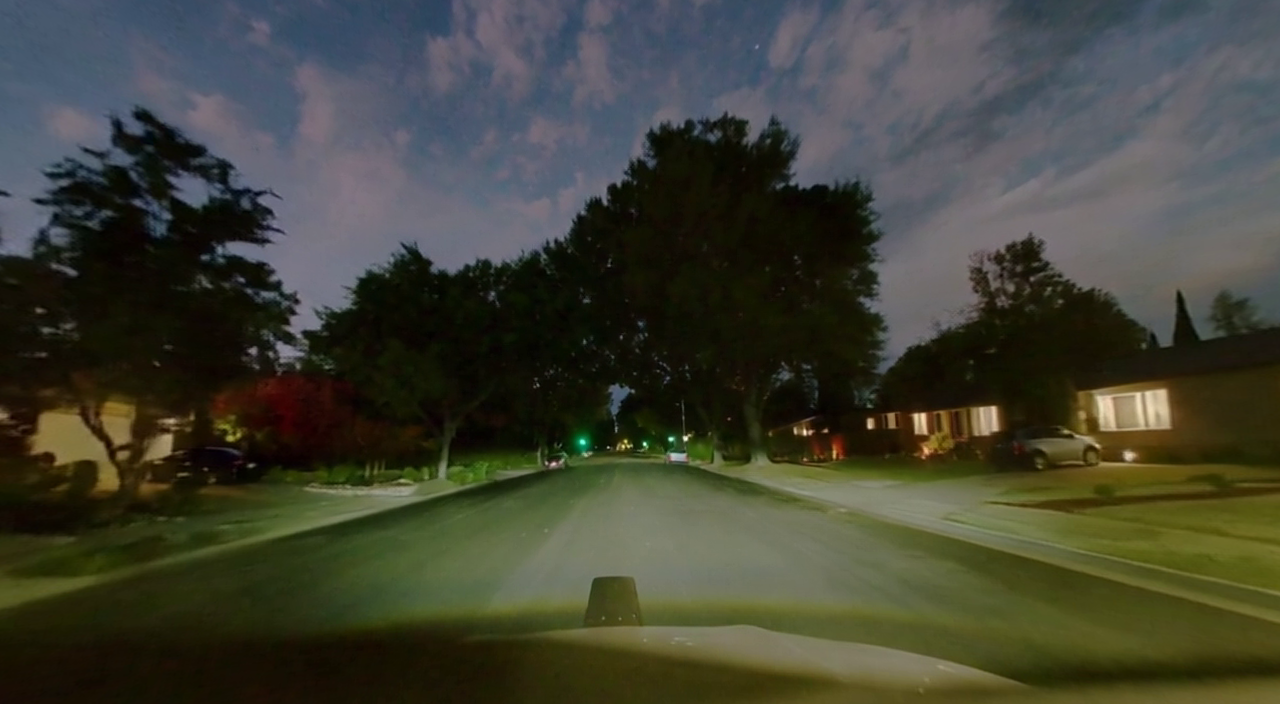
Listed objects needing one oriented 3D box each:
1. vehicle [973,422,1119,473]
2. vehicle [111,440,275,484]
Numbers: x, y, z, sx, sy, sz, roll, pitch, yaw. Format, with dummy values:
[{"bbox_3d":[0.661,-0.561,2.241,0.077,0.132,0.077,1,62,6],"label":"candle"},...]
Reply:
[{"bbox_3d":[15.129,3.558,23.523,4.468,1.728,2.135,3,-9,-19],"label":"vehicle"},{"bbox_3d":[-16.032,3.970,22.768,4.351,1.474,2.015,0,-9,-2],"label":"vehicle"}]
